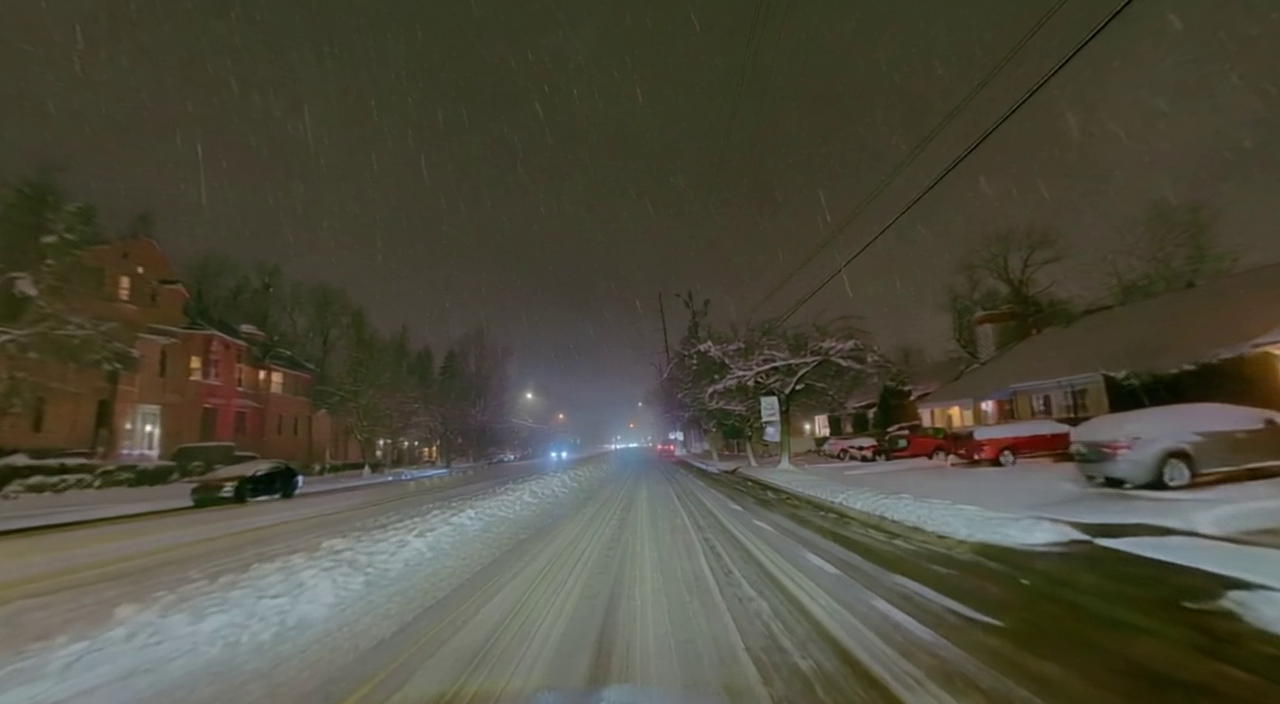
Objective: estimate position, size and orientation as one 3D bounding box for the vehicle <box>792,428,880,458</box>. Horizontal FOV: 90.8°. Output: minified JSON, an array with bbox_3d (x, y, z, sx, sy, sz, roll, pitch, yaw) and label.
[{"bbox_3d":[14.112,6.564,45.583,5.541,2.060,2.416,-5,-10,31],"label":"vehicle"}]

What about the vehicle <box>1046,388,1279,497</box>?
[{"bbox_3d":[11.796,1.824,13.170,5.034,1.826,2.012,-5,-9,4],"label":"vehicle"}]

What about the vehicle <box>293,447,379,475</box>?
[{"bbox_3d":[-20.625,7.383,42.989,4.753,1.796,2.101,-1,-8,5],"label":"vehicle"}]

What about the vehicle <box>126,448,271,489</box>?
[{"bbox_3d":[-20.110,5.298,28.949,5.044,1.782,2.152,0,-8,3],"label":"vehicle"}]

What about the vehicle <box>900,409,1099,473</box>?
[{"bbox_3d":[11.810,2.965,21.039,5.283,1.570,2.122,-5,-8,-3],"label":"vehicle"}]

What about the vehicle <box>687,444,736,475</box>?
[{"bbox_3d":[3.772,5.728,34.050,2.104,1.524,4.524,0,-8,0],"label":"vehicle"}]
